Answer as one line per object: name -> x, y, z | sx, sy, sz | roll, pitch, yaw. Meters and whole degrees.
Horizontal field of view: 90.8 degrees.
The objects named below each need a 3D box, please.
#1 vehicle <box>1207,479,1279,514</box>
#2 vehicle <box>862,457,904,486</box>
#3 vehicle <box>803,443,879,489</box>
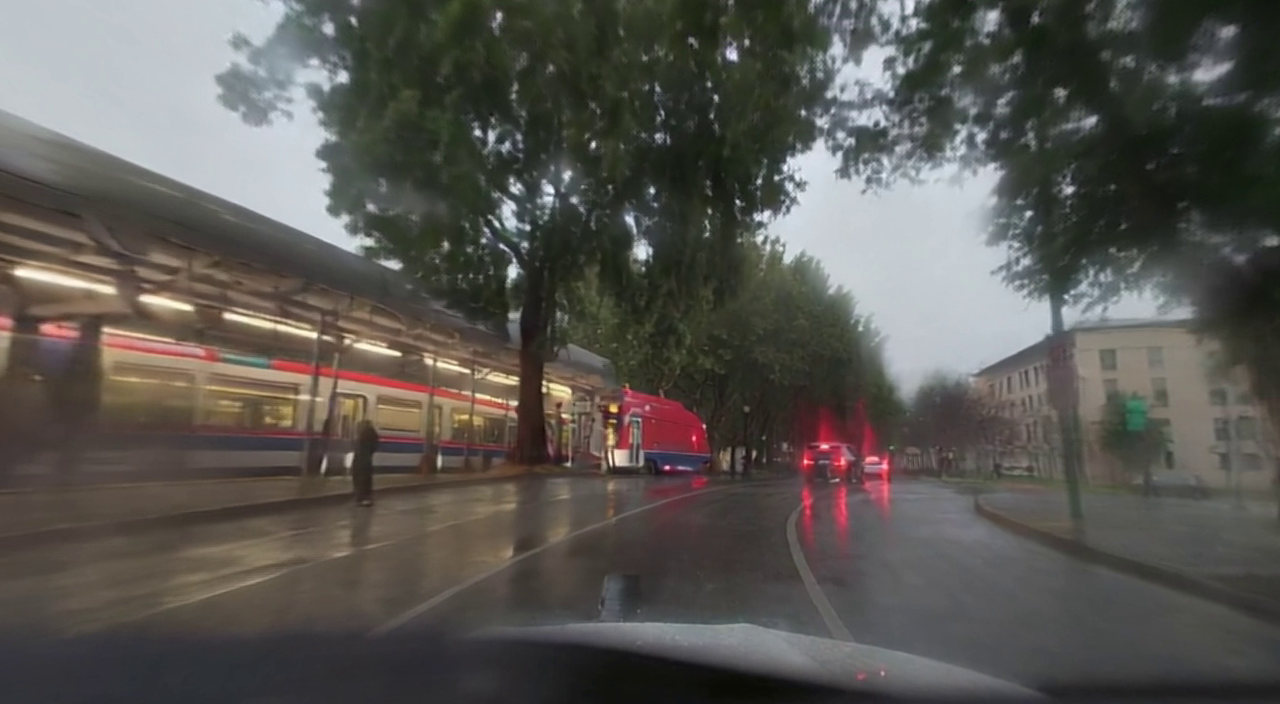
vehicle -> 29.820, 6.848, 30.011 | 4.118, 1.477, 1.691 | 0, -8, -2
vehicle -> 16.269, 7.928, 42.191 | 2.010, 1.725, 4.320 | -5, -10, 27
vehicle -> 8.567, 4.738, 26.699 | 2.263, 1.765, 4.237 | -5, -10, 27
